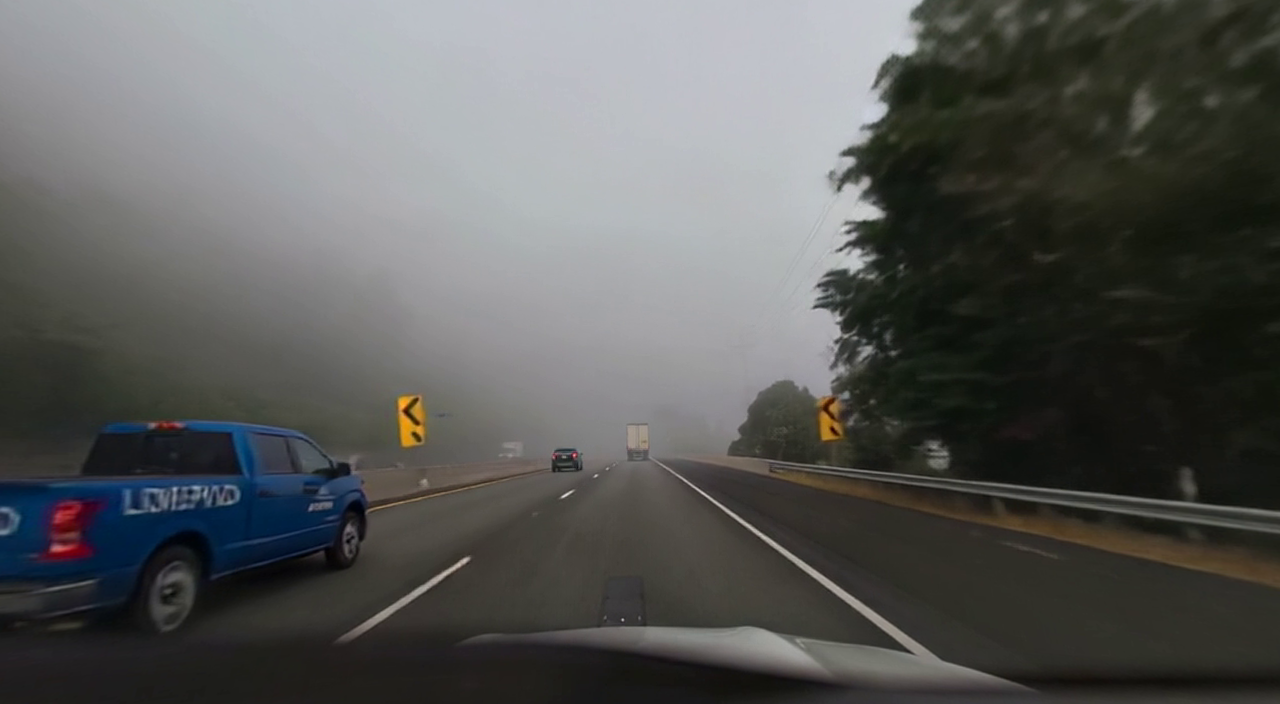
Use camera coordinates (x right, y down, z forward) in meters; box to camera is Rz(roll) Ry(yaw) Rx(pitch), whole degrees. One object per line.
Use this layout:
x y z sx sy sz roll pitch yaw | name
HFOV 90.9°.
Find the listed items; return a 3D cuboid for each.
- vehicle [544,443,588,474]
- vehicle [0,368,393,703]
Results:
-4.400 6.406 38.092 2.111 1.735 4.066 0 -9 0 | vehicle
-3.962 1.230 4.876 2.049 1.697 4.998 0 -9 0 | vehicle
